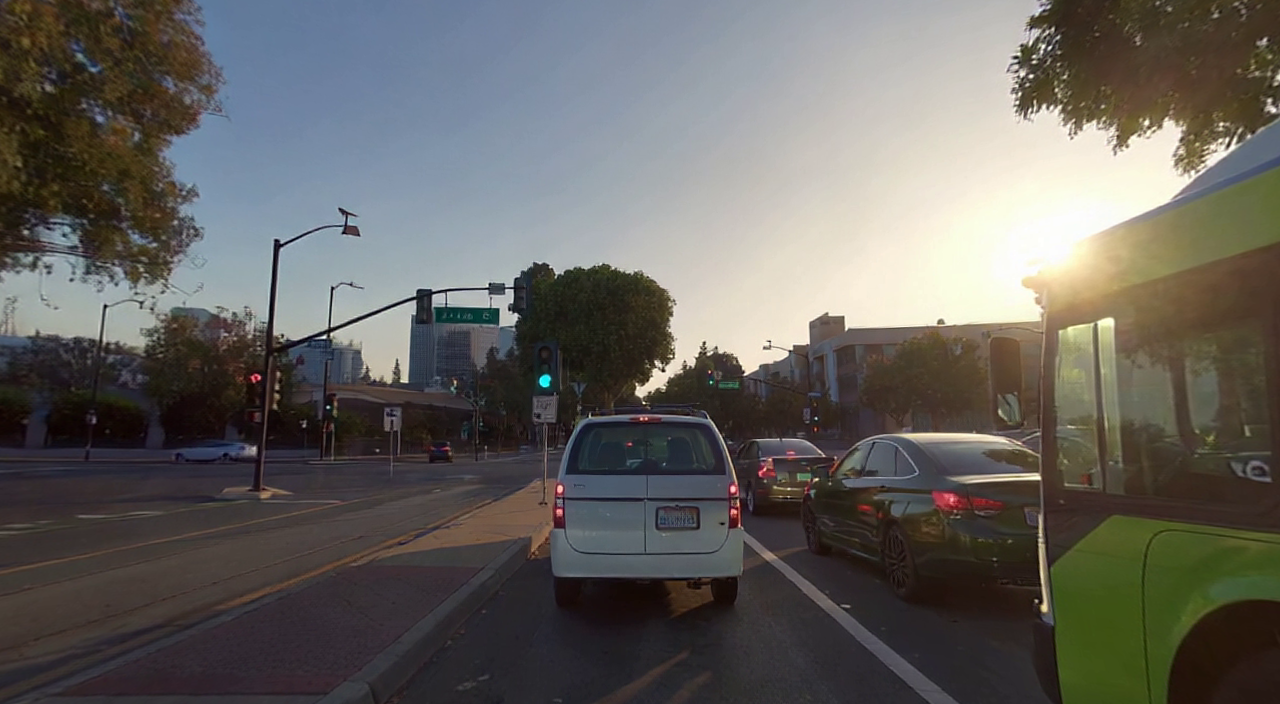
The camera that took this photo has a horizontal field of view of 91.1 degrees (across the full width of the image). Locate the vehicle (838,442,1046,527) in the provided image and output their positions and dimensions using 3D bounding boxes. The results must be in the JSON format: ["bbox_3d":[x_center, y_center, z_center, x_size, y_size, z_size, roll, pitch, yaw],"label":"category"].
[{"bbox_3d":[5.969,2.637,13.221,1.987,1.457,4.675,0,-8,-1],"label":"vehicle"}]

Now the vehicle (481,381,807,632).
[{"bbox_3d":[0.004,1.474,7.003,2.381,1.842,4.603,0,-8,-1],"label":"vehicle"}]

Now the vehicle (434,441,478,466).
[{"bbox_3d":[-13.322,7.373,45.761,1.924,1.720,4.097,0,-9,1],"label":"vehicle"}]

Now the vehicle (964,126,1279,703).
[{"bbox_3d":[2.606,0.316,0.422,2.037,2.065,5.037,0,-8,0],"label":"vehicle"}]
